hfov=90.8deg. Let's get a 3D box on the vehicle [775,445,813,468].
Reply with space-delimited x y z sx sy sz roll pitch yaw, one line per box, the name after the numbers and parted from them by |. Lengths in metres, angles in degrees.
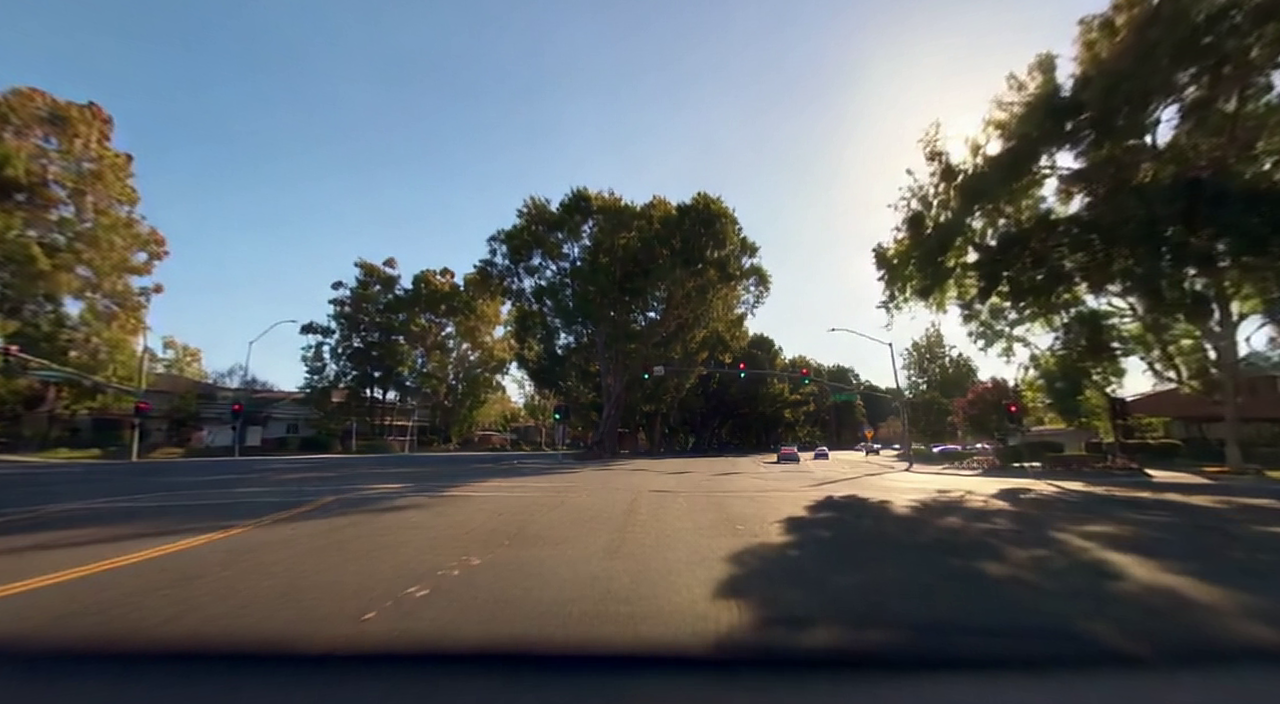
10.339 7.003 42.722 1.988 1.460 3.996 -1 -9 7 | vehicle
